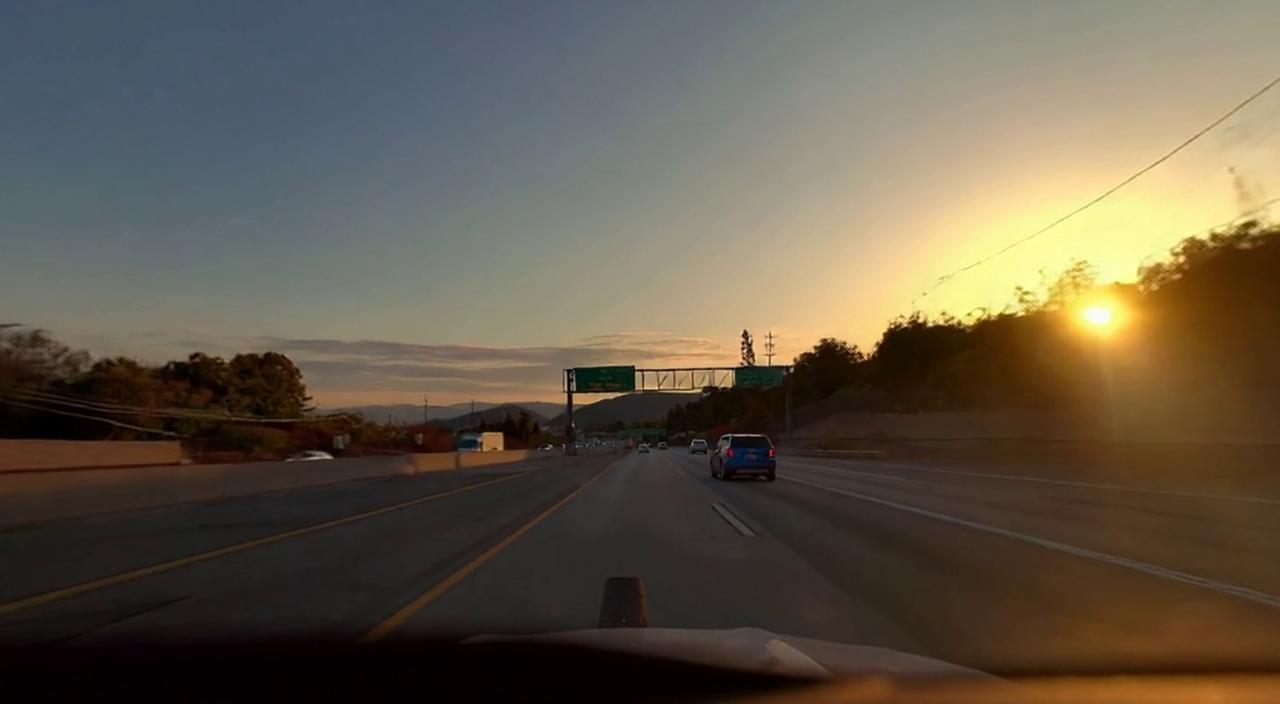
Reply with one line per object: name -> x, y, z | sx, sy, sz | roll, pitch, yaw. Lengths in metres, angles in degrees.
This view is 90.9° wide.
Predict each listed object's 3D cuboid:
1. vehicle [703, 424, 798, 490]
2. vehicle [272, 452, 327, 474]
vehicle -> 3.330, 3.279, 19.972 | 2.120, 1.832, 4.287 | 0, -8, -1
vehicle -> -26.061, 8.458, 48.399 | 2.240, 1.542, 3.557 | 0, -8, -1
